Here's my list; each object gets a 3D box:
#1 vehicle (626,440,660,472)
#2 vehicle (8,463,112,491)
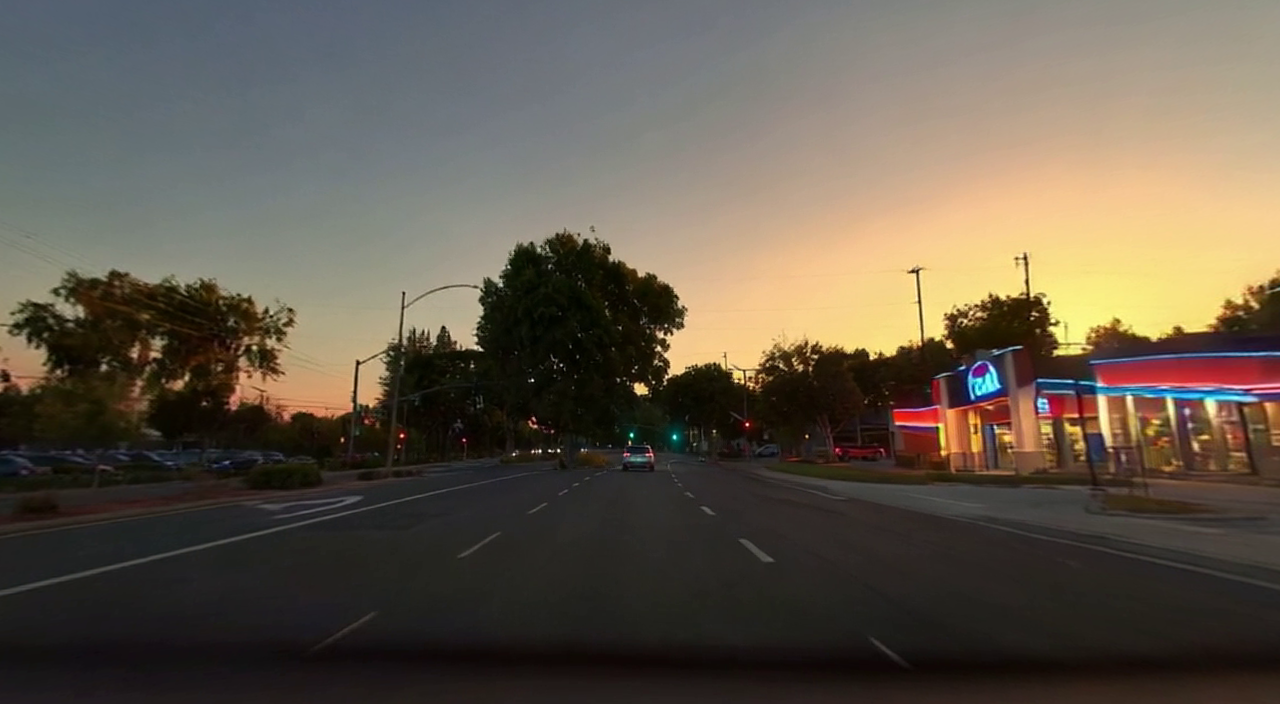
[{"bbox_3d":[0.228,6.791,41.389,2.096,1.961,4.259,0,-9,2],"label":"vehicle"},{"bbox_3d":[-32.171,6.919,35.120,3.791,1.473,1.942,0,-9,-2],"label":"vehicle"}]
